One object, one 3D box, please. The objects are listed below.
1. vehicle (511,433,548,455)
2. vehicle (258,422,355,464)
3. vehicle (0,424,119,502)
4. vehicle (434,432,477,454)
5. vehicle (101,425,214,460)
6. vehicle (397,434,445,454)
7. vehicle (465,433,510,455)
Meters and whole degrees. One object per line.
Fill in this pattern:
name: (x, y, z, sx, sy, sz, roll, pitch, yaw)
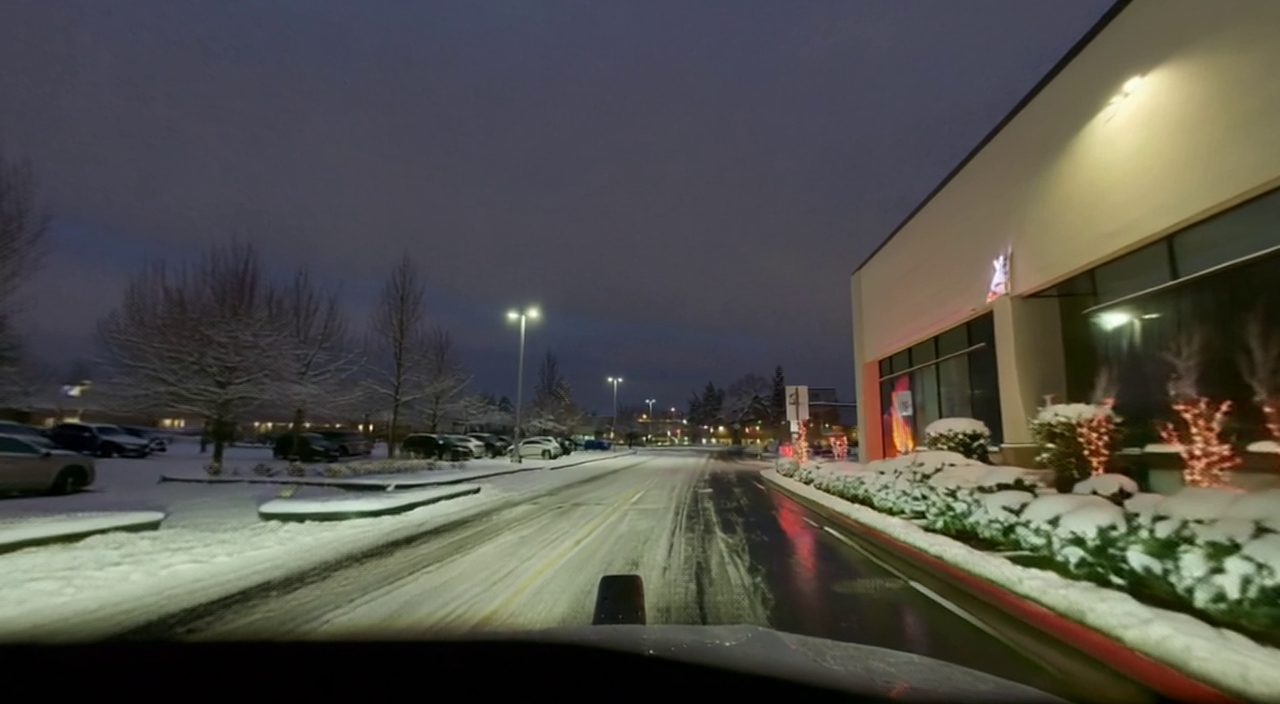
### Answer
vehicle: (-8.657, 7.248, 49.863, 1.892, 1.597, 4.259, -1, -8, 3)
vehicle: (-16.361, 4.498, 31.337, 1.972, 1.923, 4.535, -1, -8, 6)
vehicle: (-12.809, 2.093, 11.956, 1.847, 1.443, 4.484, -1, -8, 4)
vehicle: (-14.437, 7.150, 49.555, 1.902, 1.645, 3.903, -1, -8, 5)
vehicle: (-24.211, 4.583, 31.953, 1.876, 1.591, 4.470, -1, -8, 6)
vehicle: (-17.197, 7.225, 49.793, 1.909, 1.474, 3.908, -1, -8, 8)
vehicle: (-11.837, 7.197, 49.300, 1.928, 1.613, 4.197, -1, -8, 8)
